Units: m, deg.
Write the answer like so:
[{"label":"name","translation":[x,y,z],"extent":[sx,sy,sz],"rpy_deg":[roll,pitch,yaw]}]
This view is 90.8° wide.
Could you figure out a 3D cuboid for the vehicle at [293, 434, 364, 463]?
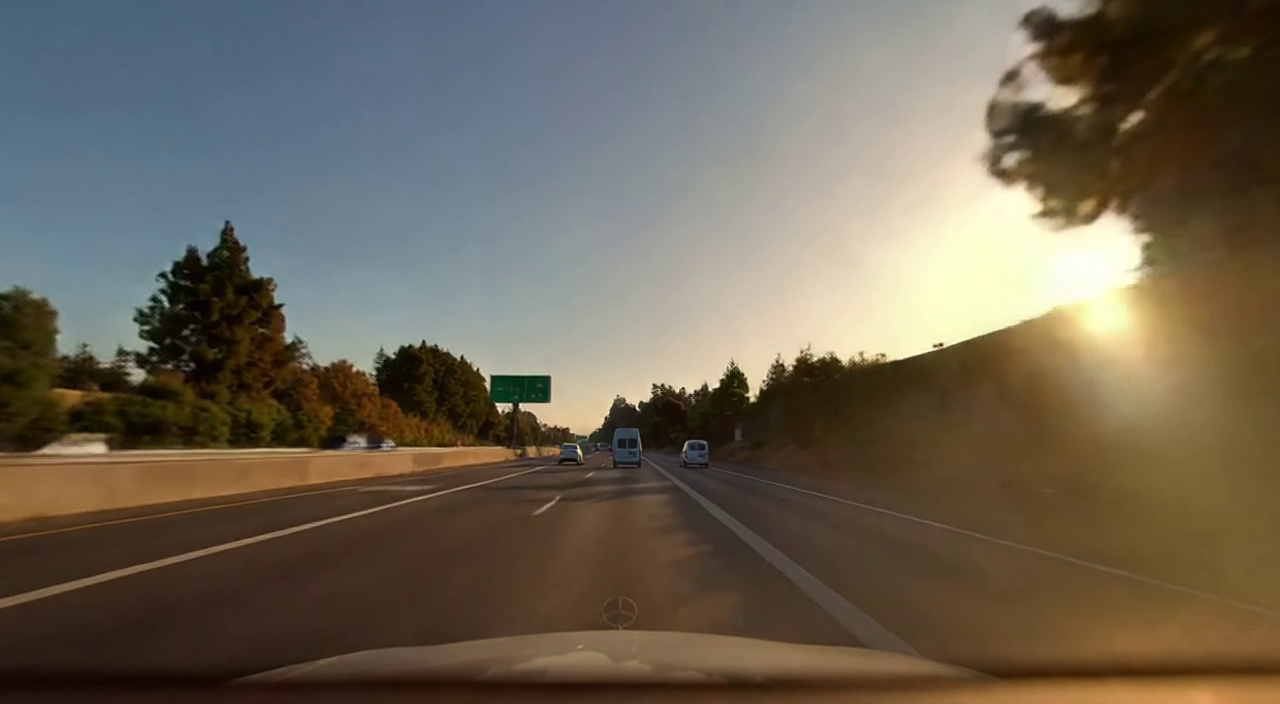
[{"label":"vehicle","translation":[-17.893,5.587,36.526],"extent":[2.204,1.562,3.751],"rpy_deg":[0,-8,-1]}]

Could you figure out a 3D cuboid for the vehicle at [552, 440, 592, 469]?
[{"label":"vehicle","translation":[-4.200,6.448,39.791],"extent":[2.023,1.709,4.263],"rpy_deg":[0,-8,0]}]

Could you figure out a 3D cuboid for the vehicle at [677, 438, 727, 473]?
[{"label":"vehicle","translation":[3.304,5.642,34.719],"extent":[2.160,1.759,4.214],"rpy_deg":[0,-8,-2]}]

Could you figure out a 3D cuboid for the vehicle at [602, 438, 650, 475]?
[{"label":"vehicle","translation":[-0.716,5.391,32.767],"extent":[2.297,1.783,4.355],"rpy_deg":[0,-8,-1]}]
